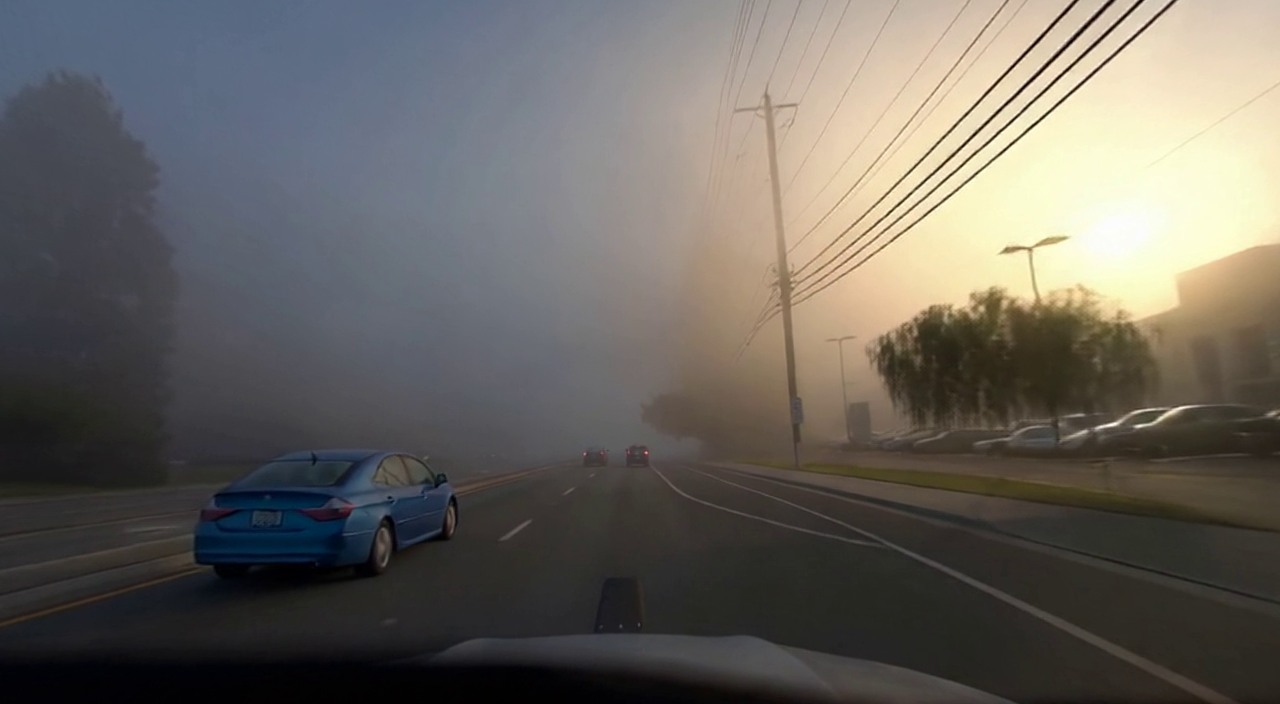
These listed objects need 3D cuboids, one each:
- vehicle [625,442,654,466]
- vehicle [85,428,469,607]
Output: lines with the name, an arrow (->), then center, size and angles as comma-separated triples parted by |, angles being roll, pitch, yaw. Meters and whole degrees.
vehicle -> -0.033, 8.023, 49.719 | 2.182, 1.773, 4.041 | 0, -8, 0
vehicle -> -3.696, 1.742, 7.695 | 1.928, 1.488, 4.635 | 0, -8, 0
